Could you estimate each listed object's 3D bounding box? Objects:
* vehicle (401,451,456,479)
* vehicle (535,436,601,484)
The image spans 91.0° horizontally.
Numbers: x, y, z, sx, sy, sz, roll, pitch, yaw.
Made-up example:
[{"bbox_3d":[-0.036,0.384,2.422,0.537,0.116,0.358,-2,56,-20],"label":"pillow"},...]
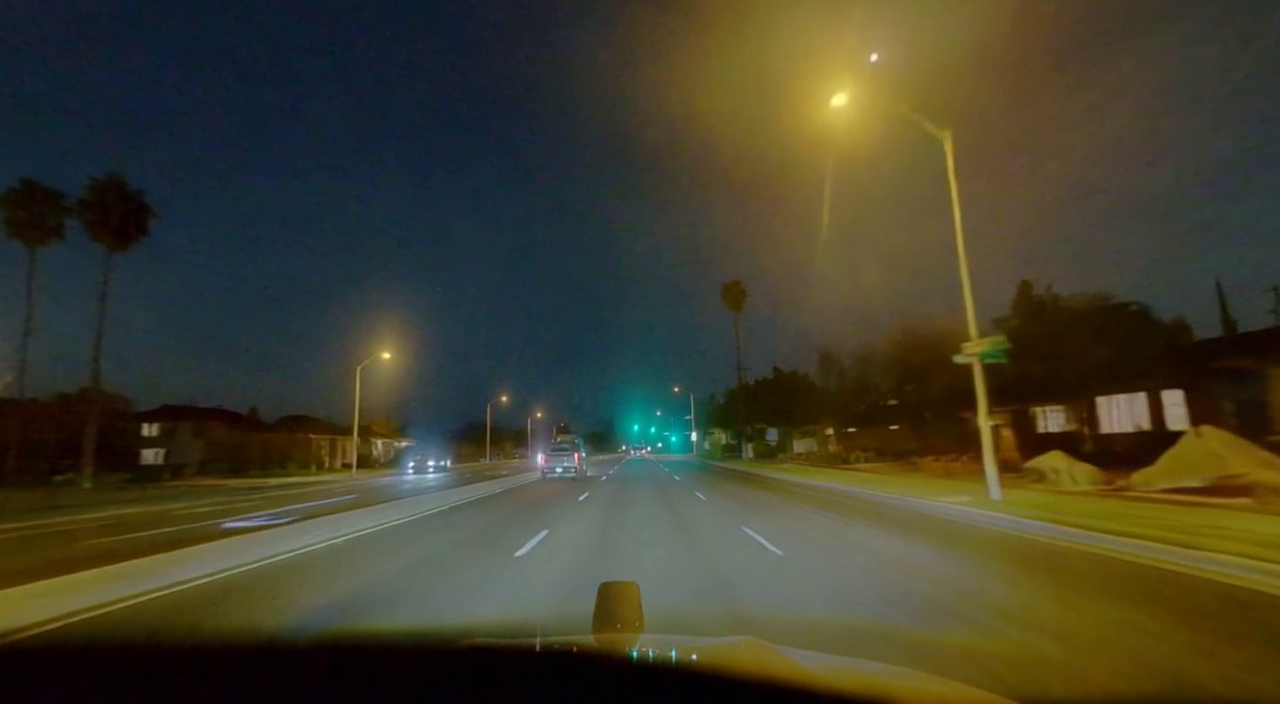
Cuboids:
[{"bbox_3d":[-14.253,7.595,42.707,2.022,1.756,4.670,0,-9,1],"label":"vehicle"},{"bbox_3d":[-3.196,4.990,29.350,2.370,1.968,5.698,0,-9,0],"label":"vehicle"}]
